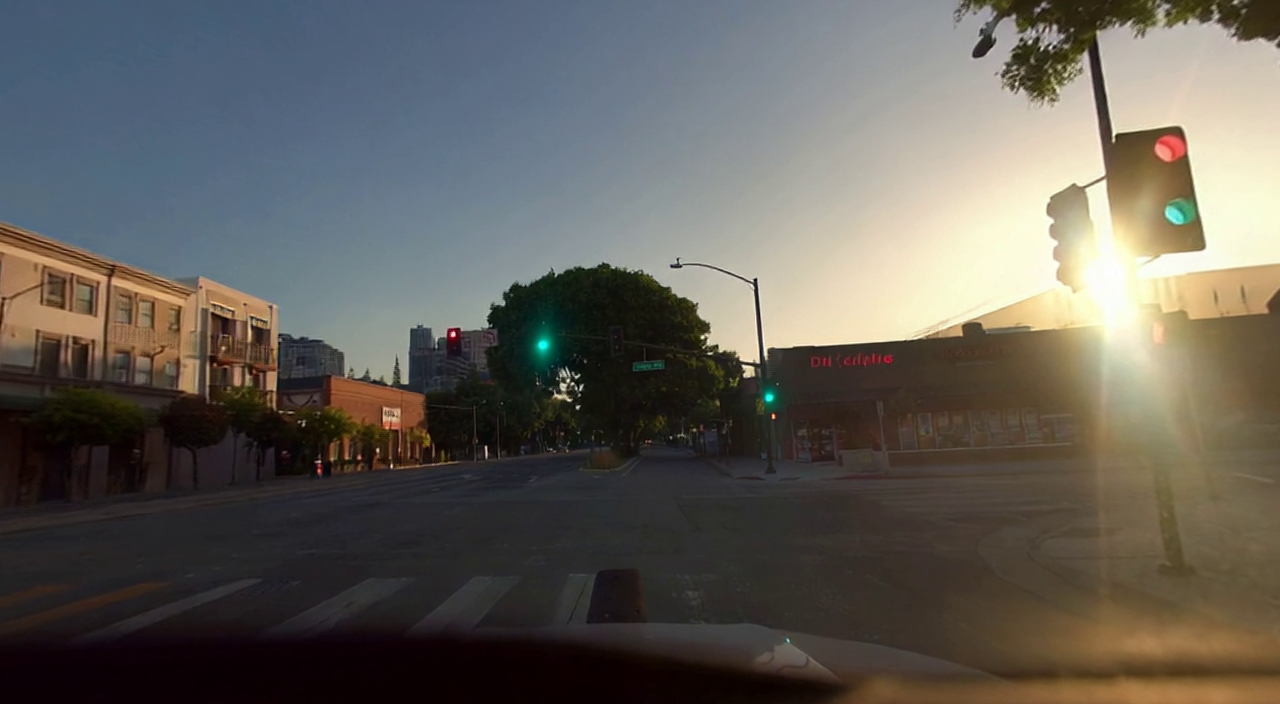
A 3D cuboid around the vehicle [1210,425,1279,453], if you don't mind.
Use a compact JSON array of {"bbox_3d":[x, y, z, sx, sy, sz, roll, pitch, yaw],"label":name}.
[{"bbox_3d":[35.311,4.858,35.283,4.493,1.453,1.849,-3,-9,2],"label":"vehicle"}]
